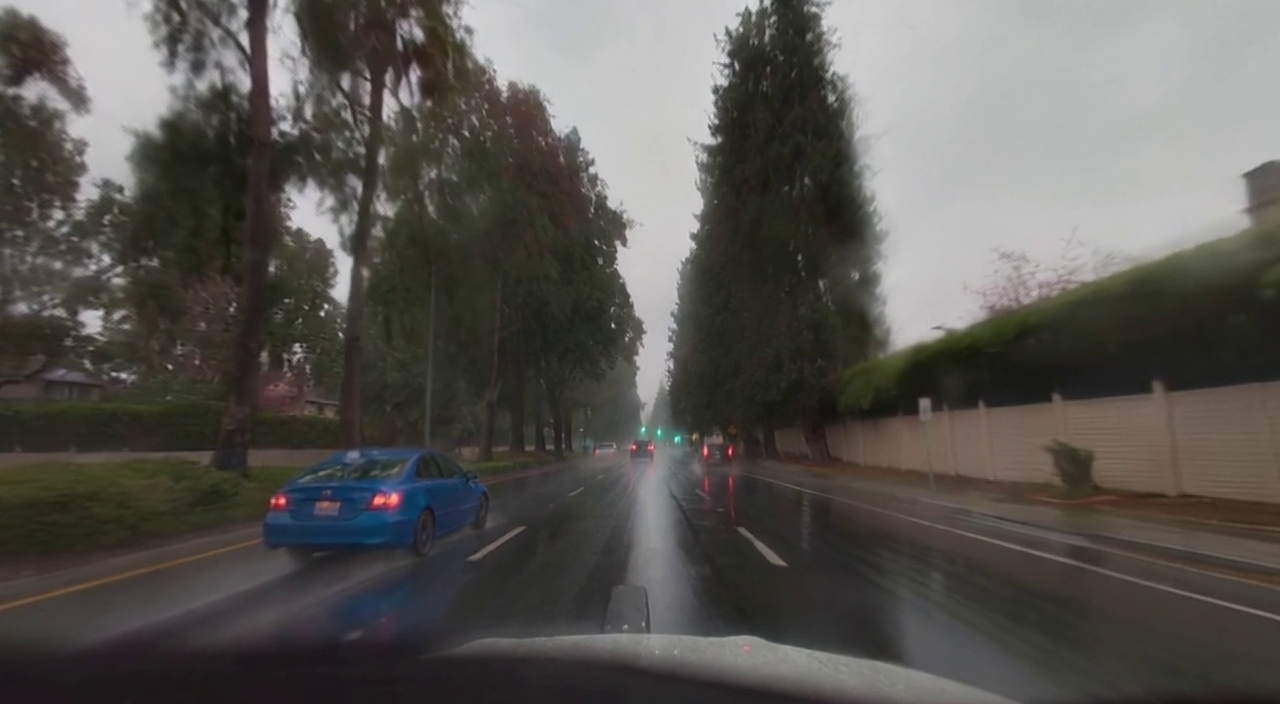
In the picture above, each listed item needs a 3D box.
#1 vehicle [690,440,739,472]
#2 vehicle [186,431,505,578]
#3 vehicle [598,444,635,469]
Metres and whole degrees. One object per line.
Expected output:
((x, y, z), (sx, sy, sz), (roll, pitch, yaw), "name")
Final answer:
((4.063, 5.754, 35.076), (2.182, 1.688, 4.187), (0, -9, -1), "vehicle")
((-3.583, 1.956, 9.059), (2.091, 1.503, 4.989), (-1, -9, 1), "vehicle")
((-1.451, 6.670, 40.325), (1.940, 1.473, 4.133), (-1, -9, 3), "vehicle")
